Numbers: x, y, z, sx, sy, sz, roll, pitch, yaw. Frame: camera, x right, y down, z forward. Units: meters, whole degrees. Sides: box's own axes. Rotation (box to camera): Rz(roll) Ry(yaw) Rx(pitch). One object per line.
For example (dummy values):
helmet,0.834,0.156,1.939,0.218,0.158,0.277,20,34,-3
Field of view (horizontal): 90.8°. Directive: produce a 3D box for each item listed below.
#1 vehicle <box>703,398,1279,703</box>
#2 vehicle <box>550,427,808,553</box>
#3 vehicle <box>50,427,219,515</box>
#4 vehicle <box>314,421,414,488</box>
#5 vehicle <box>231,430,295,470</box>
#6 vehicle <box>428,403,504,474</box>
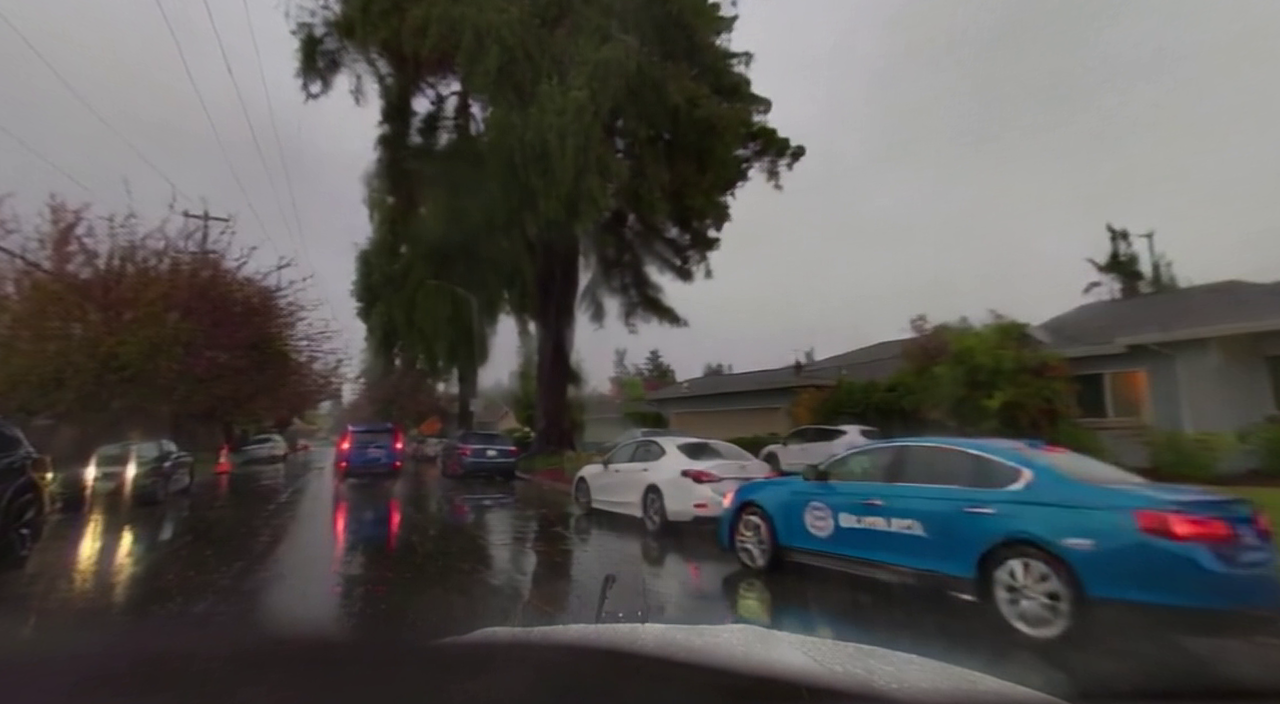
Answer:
vehicle,2.745,1.293,5.058,2.400,1.515,4.710,4,-9,-25
vehicle,0.261,1.990,10.355,1.996,1.497,5.022,3,-8,-25
vehicle,-11.381,2.600,14.637,1.877,1.608,4.529,4,-7,-24
vehicle,-8.260,3.006,18.876,2.350,1.748,4.094,4,-9,-25
vehicle,-19.065,4.916,32.166,2.241,1.822,4.728,2,-8,-25
vehicle,-8.204,4.013,29.374,2.268,2.900,5.980,4,-9,-25
